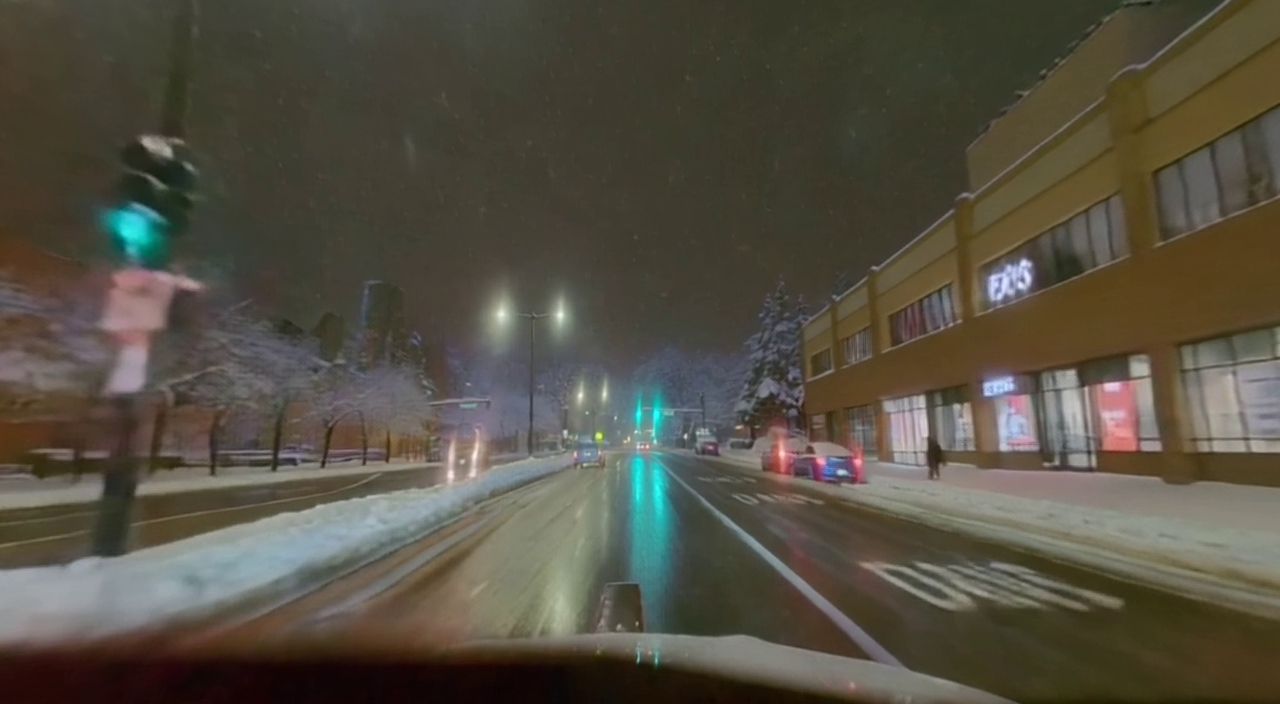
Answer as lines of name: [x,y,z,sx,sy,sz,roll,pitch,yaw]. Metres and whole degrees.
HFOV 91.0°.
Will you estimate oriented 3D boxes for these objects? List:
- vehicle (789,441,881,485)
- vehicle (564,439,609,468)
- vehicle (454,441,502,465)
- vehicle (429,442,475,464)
vehicle: [7.325,4.199,24.223,1.968,1.493,4.878,0,-9,0]
vehicle: [-2.909,5.613,34.922,2.078,1.471,4.217,0,-9,0]
vehicle: [-10.581,6.650,41.458,2.051,1.492,4.132,0,-9,0]
vehicle: [-13.528,7.283,45.484,1.839,1.465,4.523,0,-9,1]
